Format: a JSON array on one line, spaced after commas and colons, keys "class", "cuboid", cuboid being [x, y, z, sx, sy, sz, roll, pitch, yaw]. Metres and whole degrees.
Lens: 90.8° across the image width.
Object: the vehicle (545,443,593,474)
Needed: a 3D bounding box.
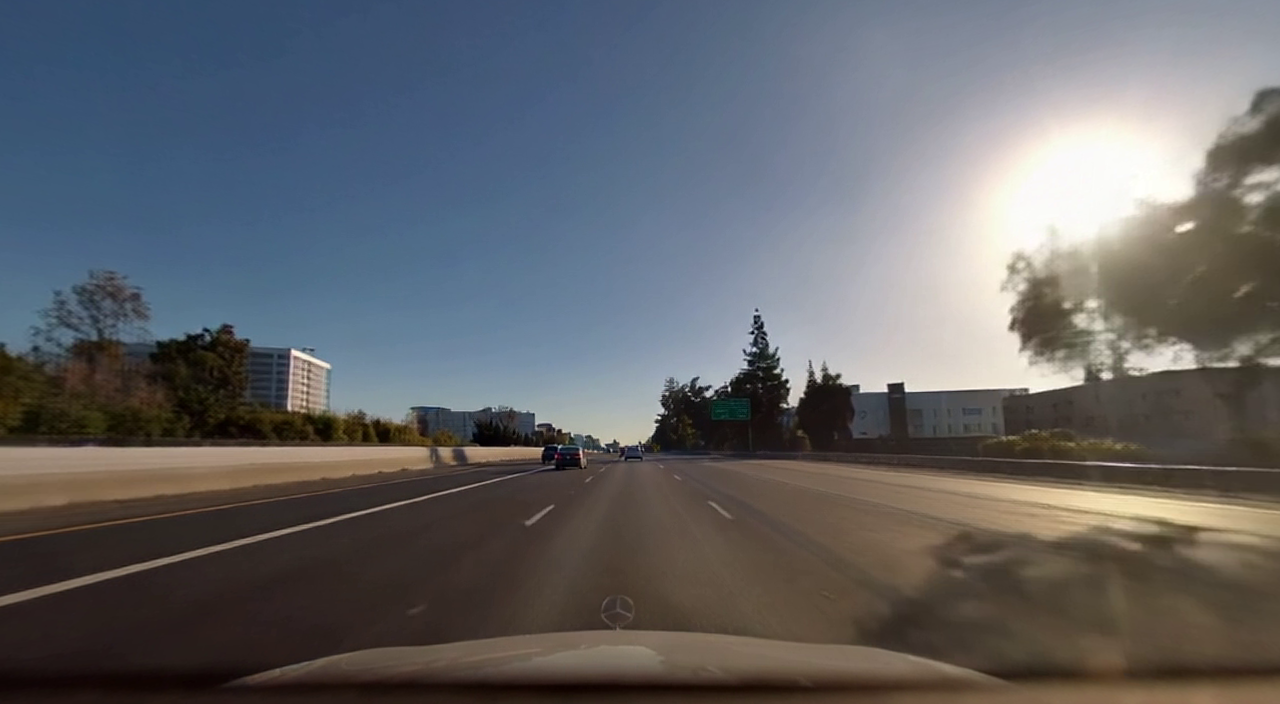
[{"class": "vehicle", "cuboid": [-3.892, 5.938, 35.588, 2.140, 1.574, 4.946, 0, -8, 0]}]
